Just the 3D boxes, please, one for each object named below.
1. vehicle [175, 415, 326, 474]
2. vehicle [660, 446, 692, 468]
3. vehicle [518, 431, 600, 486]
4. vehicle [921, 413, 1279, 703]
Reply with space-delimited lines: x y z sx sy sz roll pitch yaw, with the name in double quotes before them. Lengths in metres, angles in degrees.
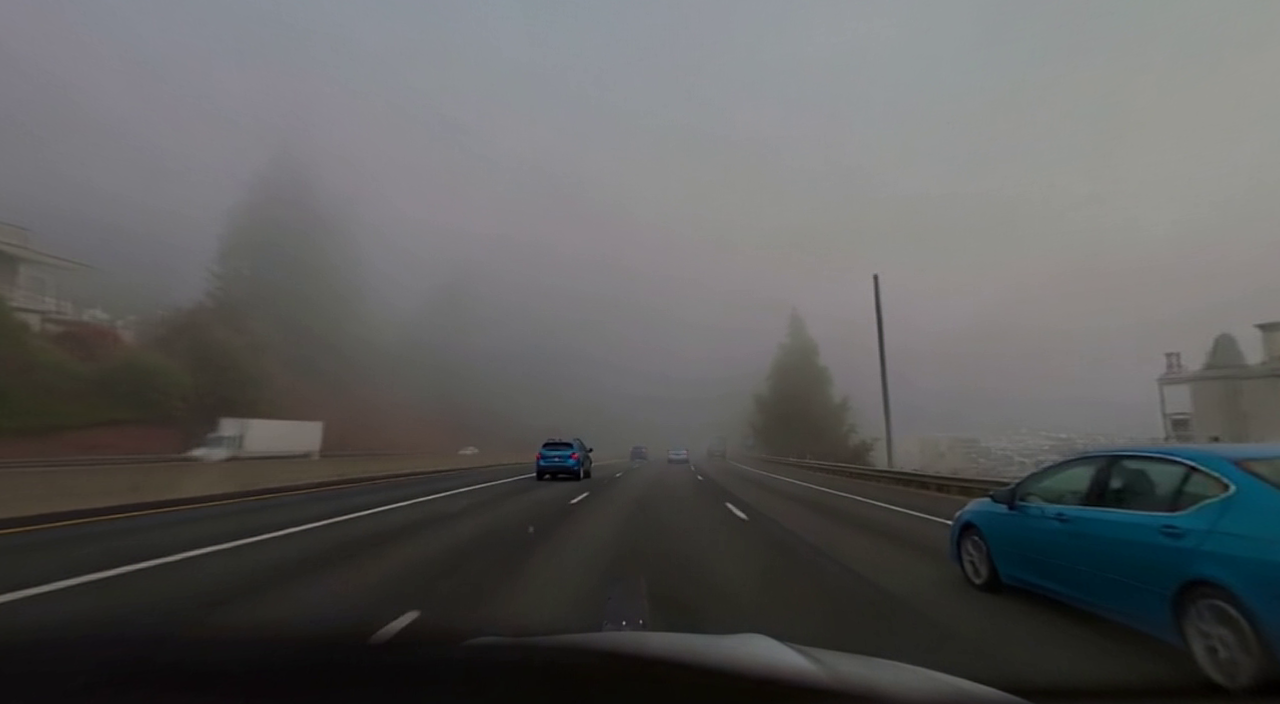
"vehicle" -23.622 5.729 39.067 3.071 3.203 8.905 -1 -9 4
"vehicle" 2.573 7.320 44.240 2.158 1.458 3.656 -1 -9 5
"vehicle" -2.879 3.952 23.737 2.185 1.823 4.854 0 -9 3
"vehicle" 3.998 1.246 4.246 2.131 1.497 4.456 0 -9 0
